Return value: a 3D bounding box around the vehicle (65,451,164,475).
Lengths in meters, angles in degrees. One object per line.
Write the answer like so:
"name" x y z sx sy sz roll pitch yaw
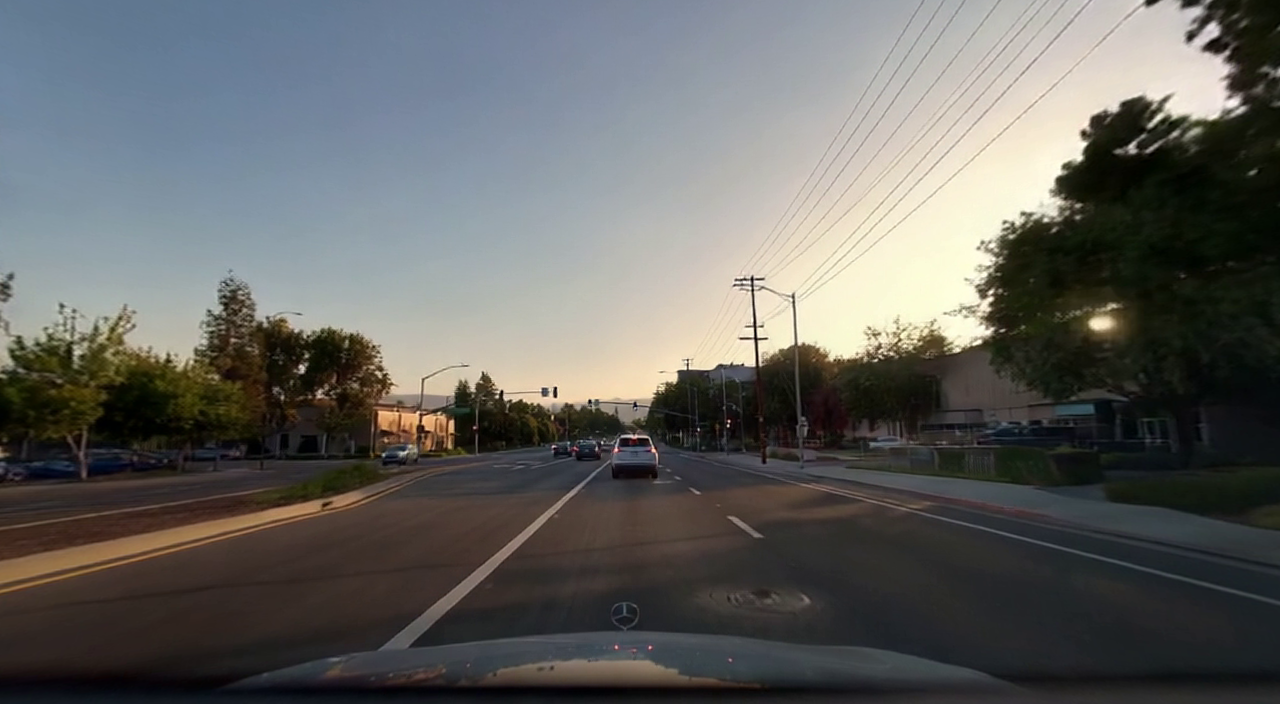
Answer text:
"vehicle" -34.244 7.229 41.259 4.608 1.435 2.076 0 -9 0

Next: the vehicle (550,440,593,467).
"vehicle" -3.996 6.000 37.512 2.075 1.474 4.367 0 -9 0

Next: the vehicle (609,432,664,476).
"vehicle" -0.180 4.410 27.509 2.188 1.782 3.982 0 -9 -1
